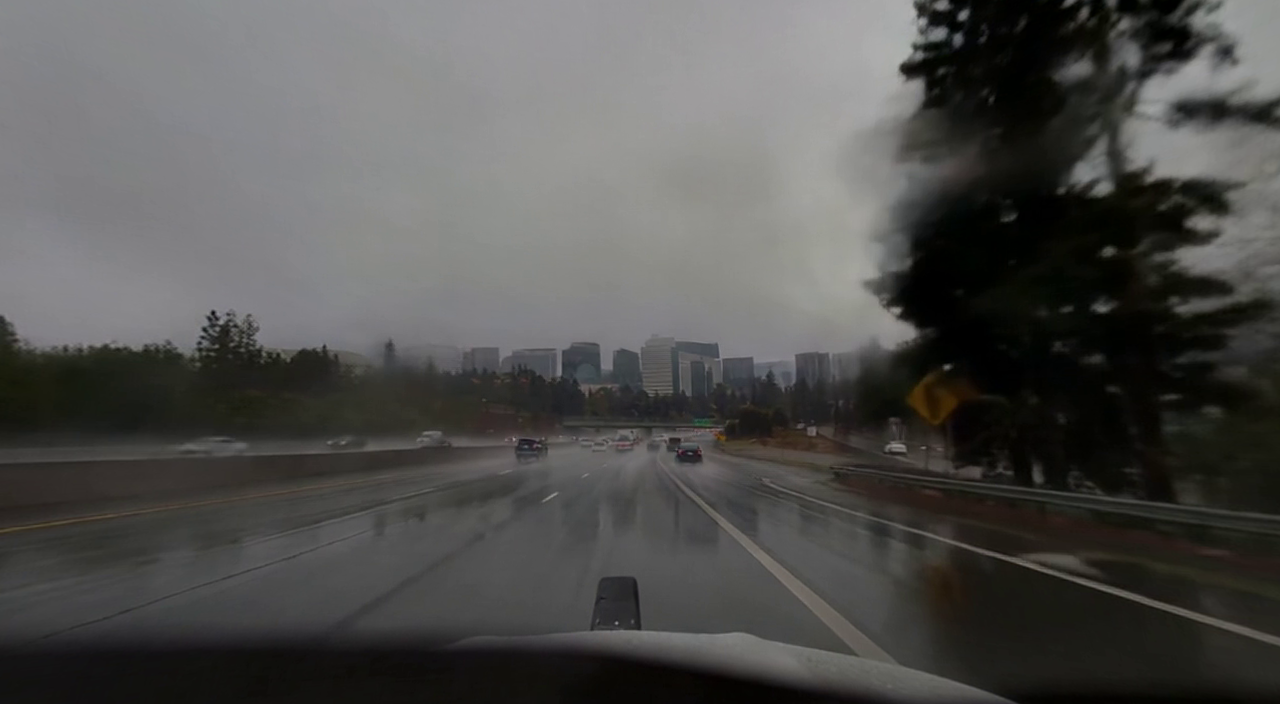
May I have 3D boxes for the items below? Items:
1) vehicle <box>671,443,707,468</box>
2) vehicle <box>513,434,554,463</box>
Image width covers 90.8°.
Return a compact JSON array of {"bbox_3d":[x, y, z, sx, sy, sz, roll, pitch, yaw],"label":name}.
[{"bbox_3d":[3.034,6.491,39.942,1.967,1.475,4.080,0,-8,0],"label":"vehicle"},{"bbox_3d":[-7.232,6.612,43.398,2.009,1.850,4.338,0,-8,0],"label":"vehicle"}]
